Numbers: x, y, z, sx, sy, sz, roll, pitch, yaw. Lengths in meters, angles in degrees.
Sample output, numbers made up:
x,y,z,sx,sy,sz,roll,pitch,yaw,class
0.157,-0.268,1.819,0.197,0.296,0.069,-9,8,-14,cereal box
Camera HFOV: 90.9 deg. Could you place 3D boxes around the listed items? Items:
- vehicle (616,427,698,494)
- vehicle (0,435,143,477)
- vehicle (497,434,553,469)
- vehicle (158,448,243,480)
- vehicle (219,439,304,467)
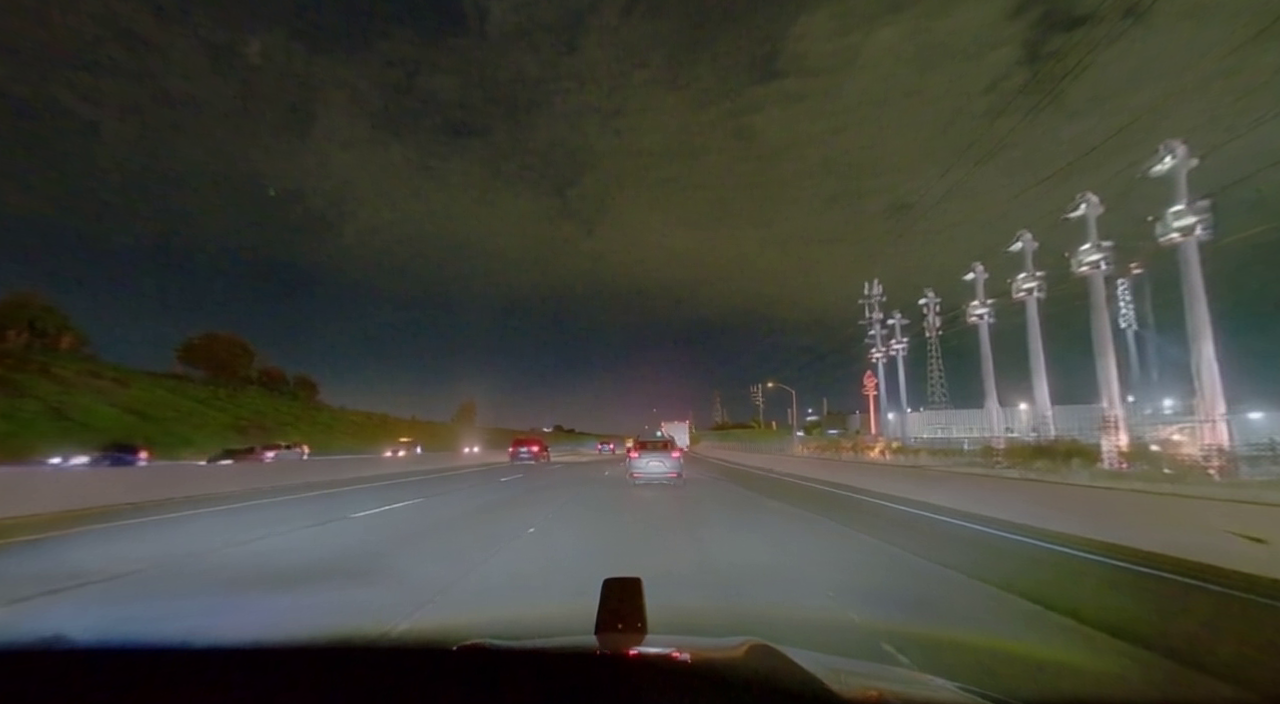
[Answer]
x,y,z,sx,sy,sz,roll,pitch,yaw,class
0.433,3.123,18.512,2.134,1.733,4.049,0,-8,0,vehicle
-28.371,5.203,31.730,2.154,1.901,5.667,0,-8,-1,vehicle
-6.522,5.714,36.319,2.220,1.841,4.516,0,-8,2,vehicle
-21.049,5.362,30.387,1.554,1.383,3.462,0,-8,0,vehicle
-24.915,6.656,41.846,2.202,1.736,5.775,0,-8,-1,vehicle
